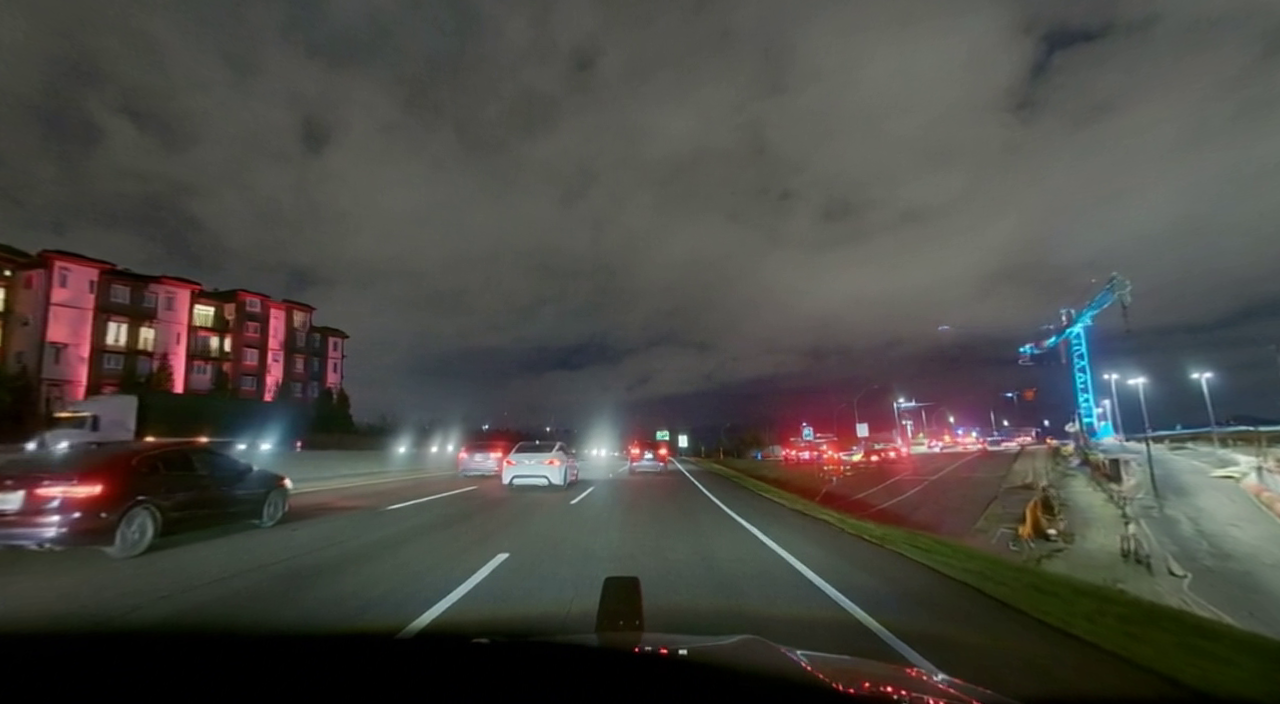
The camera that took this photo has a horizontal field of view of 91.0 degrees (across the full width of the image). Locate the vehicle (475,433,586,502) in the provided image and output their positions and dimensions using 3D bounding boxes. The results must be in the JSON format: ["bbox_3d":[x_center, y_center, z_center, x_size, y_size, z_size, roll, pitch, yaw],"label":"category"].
[{"bbox_3d":[-2.880,3.172,17.739,2.109,1.657,4.554,0,-9,2],"label":"vehicle"}]

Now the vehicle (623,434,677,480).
[{"bbox_3d":[0.465,4.477,27.045,2.116,1.763,4.352,0,-9,2],"label":"vehicle"}]

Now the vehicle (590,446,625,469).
[{"bbox_3d":[-2.210,7.358,44.034,2.029,1.497,3.960,0,-9,4],"label":"vehicle"}]

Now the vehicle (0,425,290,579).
[{"bbox_3d":[-7.011,1.801,8.458,1.959,1.486,4.460,0,-9,1],"label":"vehicle"}]
